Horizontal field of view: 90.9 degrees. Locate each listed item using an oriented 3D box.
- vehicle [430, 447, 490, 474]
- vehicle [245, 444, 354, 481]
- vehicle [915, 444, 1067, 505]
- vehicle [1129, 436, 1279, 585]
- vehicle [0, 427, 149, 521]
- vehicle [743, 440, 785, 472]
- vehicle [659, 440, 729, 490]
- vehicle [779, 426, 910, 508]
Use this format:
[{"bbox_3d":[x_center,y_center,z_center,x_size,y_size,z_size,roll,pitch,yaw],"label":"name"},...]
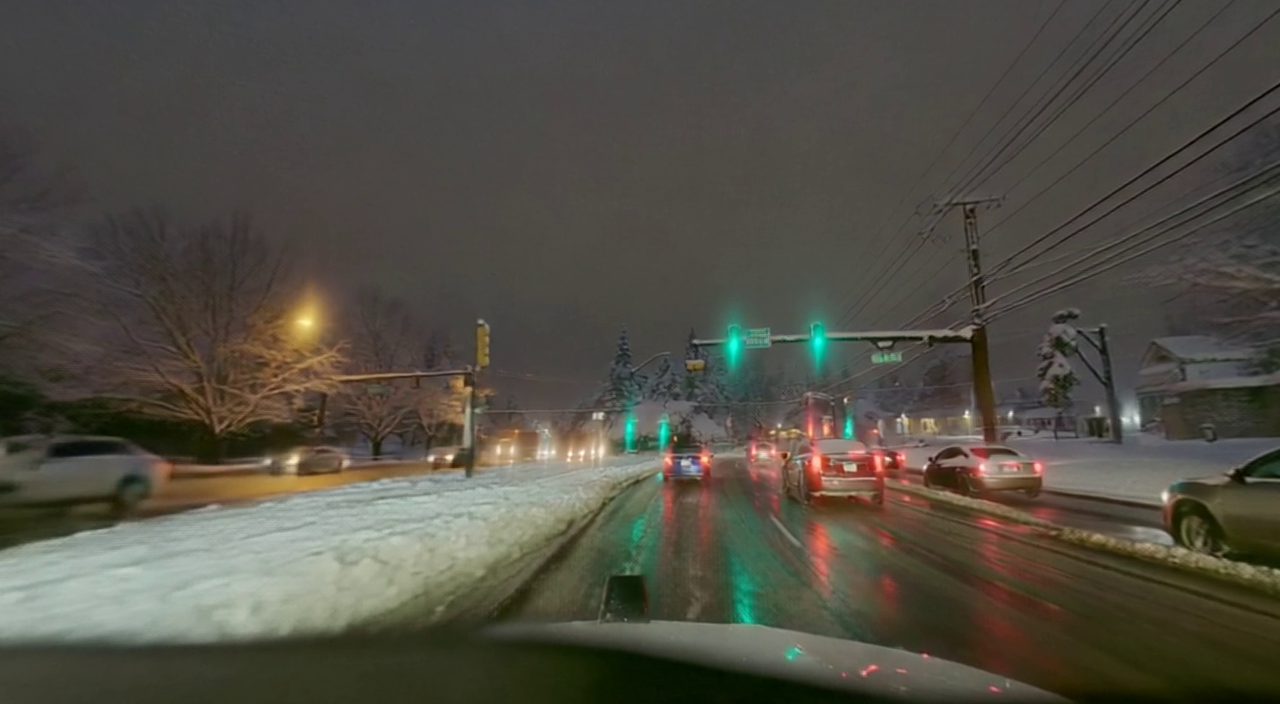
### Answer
[{"bbox_3d":[-10.172,6.148,35.970,1.779,1.388,4.210,-1,-8,7],"label":"vehicle"},{"bbox_3d":[-15.035,4.877,28.216,1.905,1.469,4.825,-1,-8,5],"label":"vehicle"},{"bbox_3d":[9.538,3.309,17.642,1.882,1.463,4.543,-1,-8,4],"label":"vehicle"},{"bbox_3d":[7.283,1.522,5.902,1.866,1.471,4.478,0,-8,1],"label":"vehicle"},{"bbox_3d":[-12.773,2.377,12.490,2.057,1.705,4.754,-1,-8,3],"label":"vehicle"},{"bbox_3d":[6.641,5.594,34.131,1.896,1.612,4.203,-1,-8,7],"label":"vehicle"},{"bbox_3d":[1.916,3.816,21.735,2.168,1.527,4.174,-1,-8,7],"label":"vehicle"},{"bbox_3d":[5.132,2.929,16.603,2.119,1.810,4.848,-1,-8,4],"label":"vehicle"}]
